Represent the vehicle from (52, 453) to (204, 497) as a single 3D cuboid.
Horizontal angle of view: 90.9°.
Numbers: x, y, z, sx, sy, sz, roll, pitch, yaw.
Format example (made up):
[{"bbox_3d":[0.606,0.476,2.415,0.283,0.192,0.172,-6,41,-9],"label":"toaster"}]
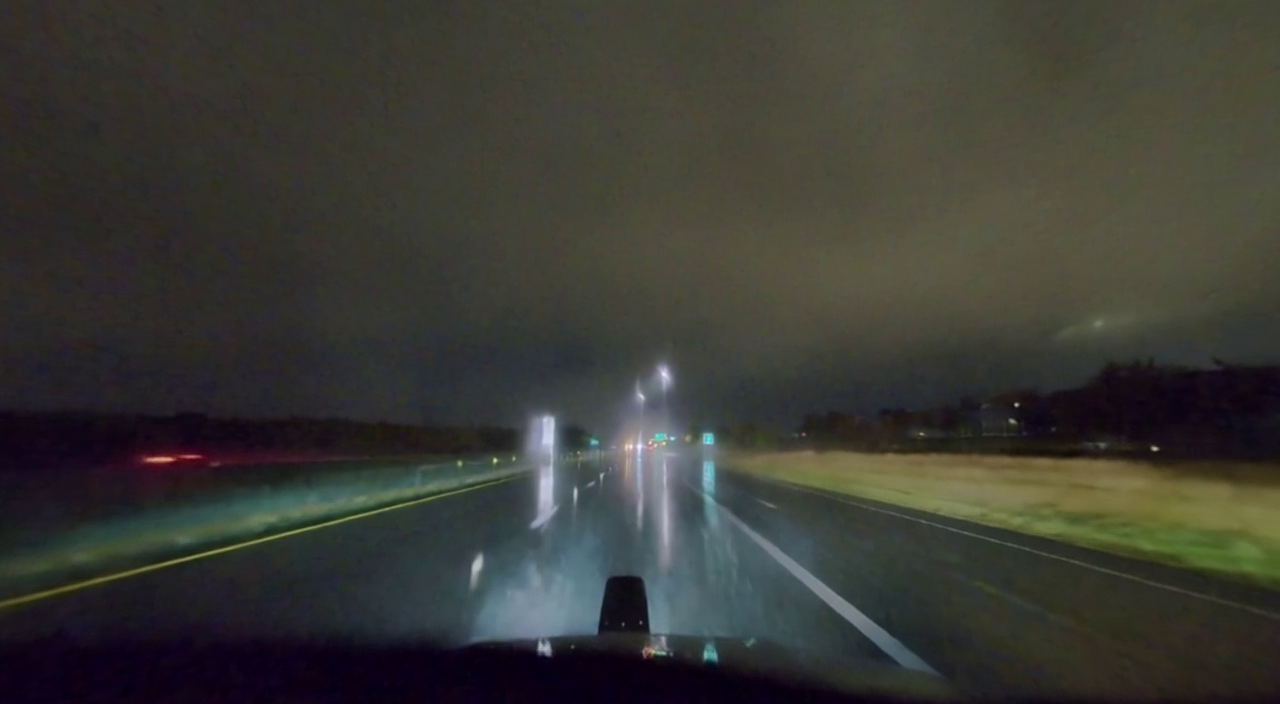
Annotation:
[{"bbox_3d":[-19.429,4.657,24.277,2.002,1.484,4.598,0,-9,0],"label":"vehicle"}]
